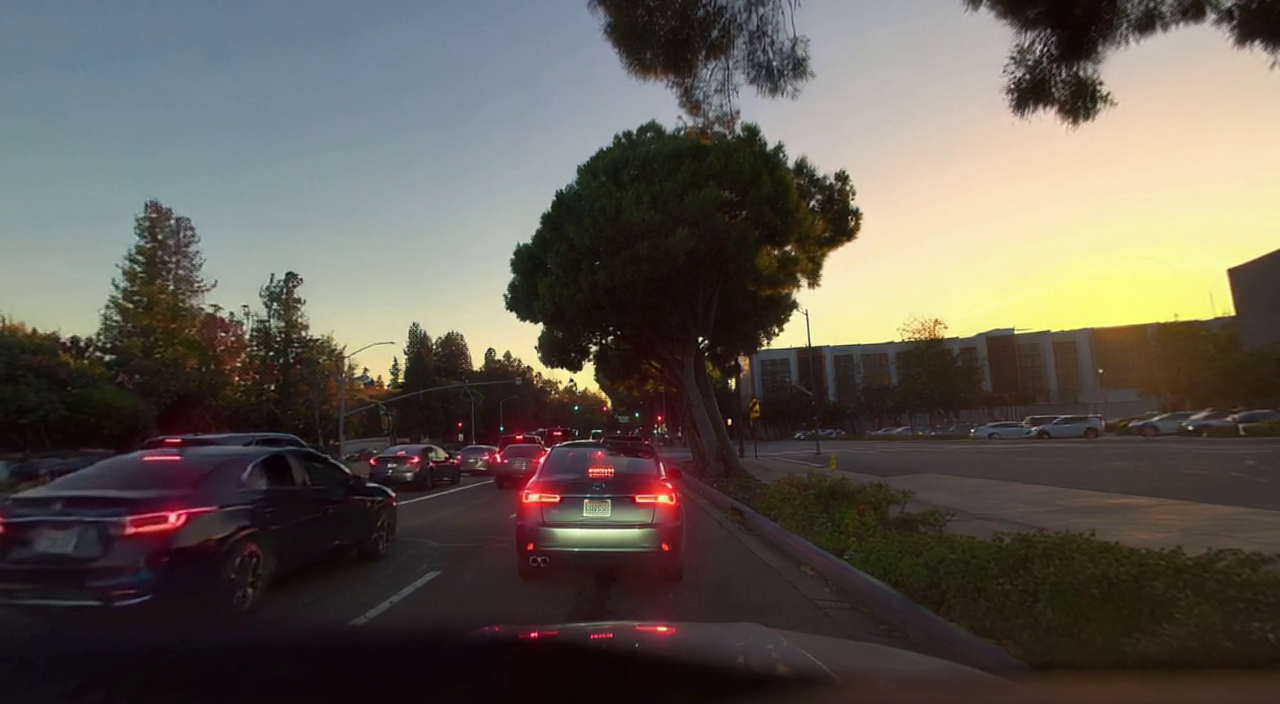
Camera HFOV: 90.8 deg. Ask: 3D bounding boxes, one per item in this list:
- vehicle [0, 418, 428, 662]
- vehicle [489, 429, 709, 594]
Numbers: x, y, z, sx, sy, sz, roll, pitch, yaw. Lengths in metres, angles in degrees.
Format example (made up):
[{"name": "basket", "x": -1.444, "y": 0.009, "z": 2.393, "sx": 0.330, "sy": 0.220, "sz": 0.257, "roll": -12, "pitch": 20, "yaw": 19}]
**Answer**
[{"name": "vehicle", "x": -3.924, "y": 1.532, "z": 6.347, "sx": 1.913, "sy": 1.521, "sz": 4.539, "roll": 0, "pitch": -9, "yaw": 1}, {"name": "vehicle", "x": -0.396, "y": 1.807, "z": 8.009, "sx": 2.066, "sy": 1.544, "sz": 3.954, "roll": 0, "pitch": -9, "yaw": 0}]
